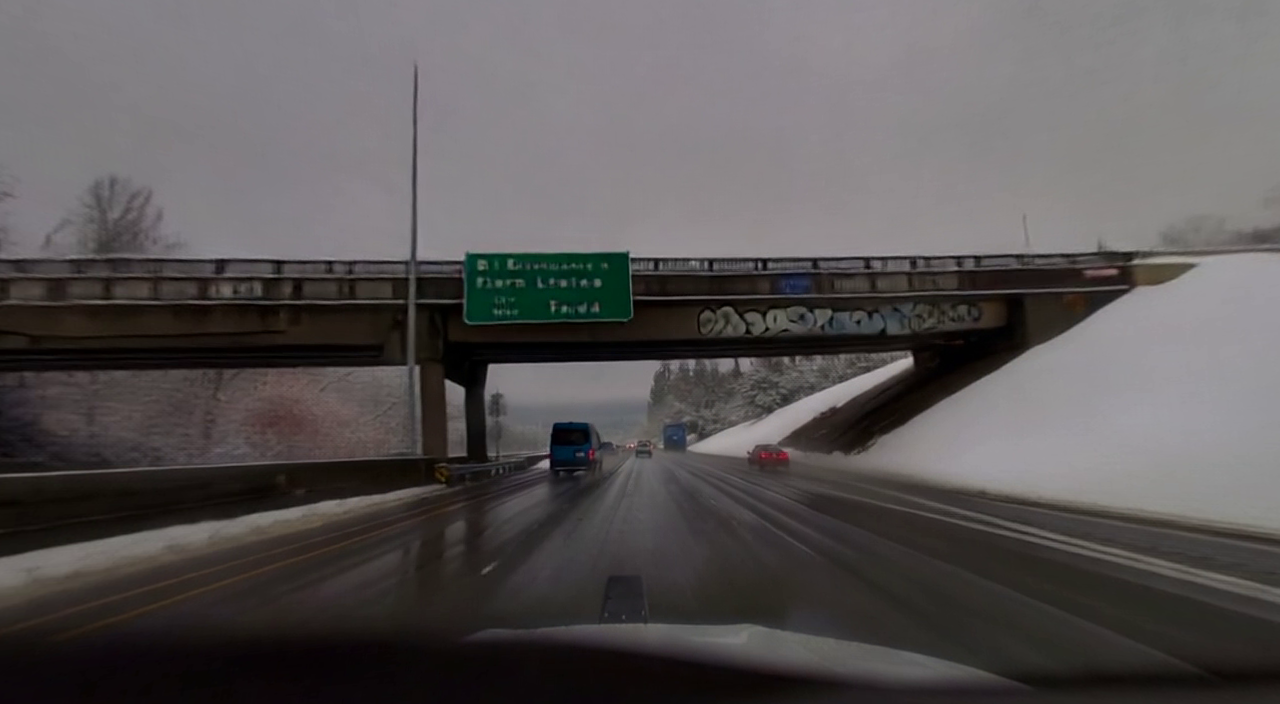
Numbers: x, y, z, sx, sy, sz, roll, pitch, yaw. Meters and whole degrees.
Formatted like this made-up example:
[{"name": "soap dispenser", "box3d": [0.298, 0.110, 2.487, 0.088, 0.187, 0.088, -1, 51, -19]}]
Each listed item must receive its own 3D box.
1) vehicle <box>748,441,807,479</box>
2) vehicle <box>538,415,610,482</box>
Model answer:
[{"name": "vehicle", "box3d": [6.428, 5.102, 29.947, 1.936, 1.664, 4.198, 0, -9, 1]}, {"name": "vehicle", "box3d": [-2.751, 4.289, 27.917, 2.451, 2.627, 5.868, 0, -9, 1]}]
